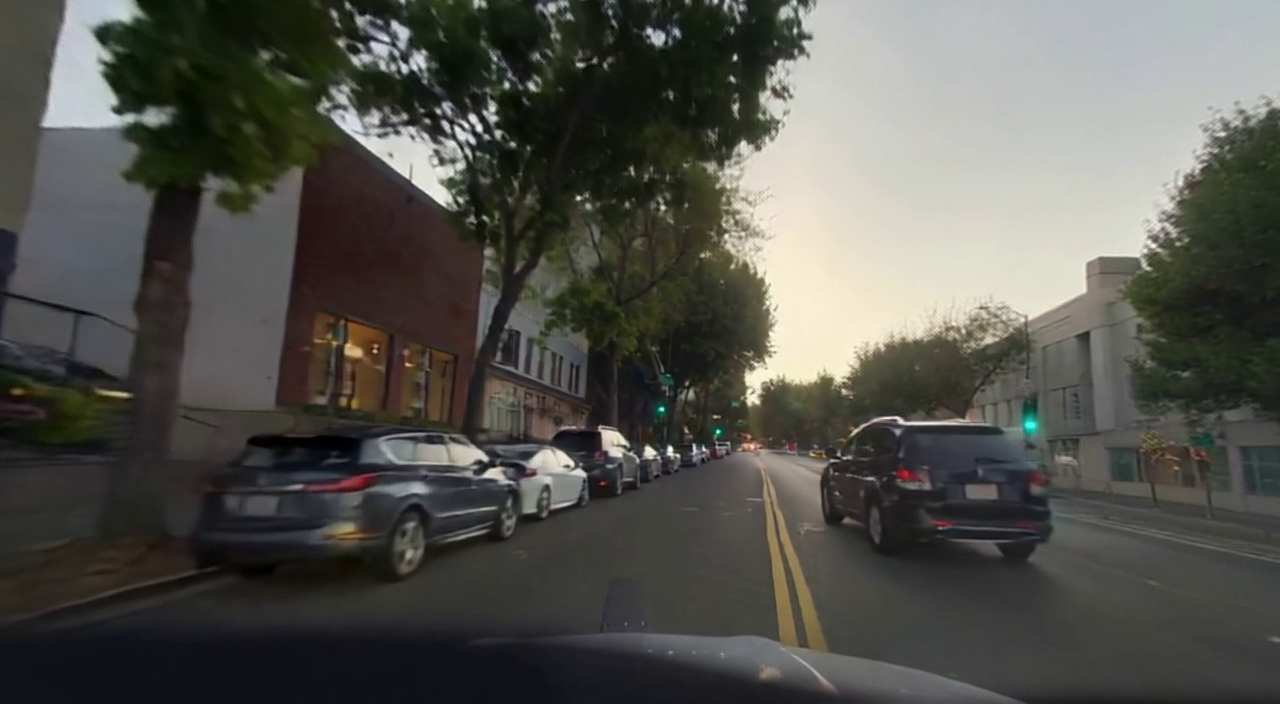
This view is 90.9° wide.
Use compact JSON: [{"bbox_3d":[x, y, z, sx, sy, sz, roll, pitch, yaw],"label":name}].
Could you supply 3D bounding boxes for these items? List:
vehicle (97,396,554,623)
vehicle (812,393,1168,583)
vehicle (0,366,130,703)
[{"bbox_3d":[-2.803,1.532,7.245,2.179,1.658,4.765,-2,-9,11],"label":"vehicle"},{"bbox_3d":[4.368,1.819,9.494,2.411,1.899,5.993,-1,-8,6],"label":"vehicle"},{"bbox_3d":[-4.281,0.682,1.616,1.922,1.628,4.291,-1,-8,10],"label":"vehicle"}]
